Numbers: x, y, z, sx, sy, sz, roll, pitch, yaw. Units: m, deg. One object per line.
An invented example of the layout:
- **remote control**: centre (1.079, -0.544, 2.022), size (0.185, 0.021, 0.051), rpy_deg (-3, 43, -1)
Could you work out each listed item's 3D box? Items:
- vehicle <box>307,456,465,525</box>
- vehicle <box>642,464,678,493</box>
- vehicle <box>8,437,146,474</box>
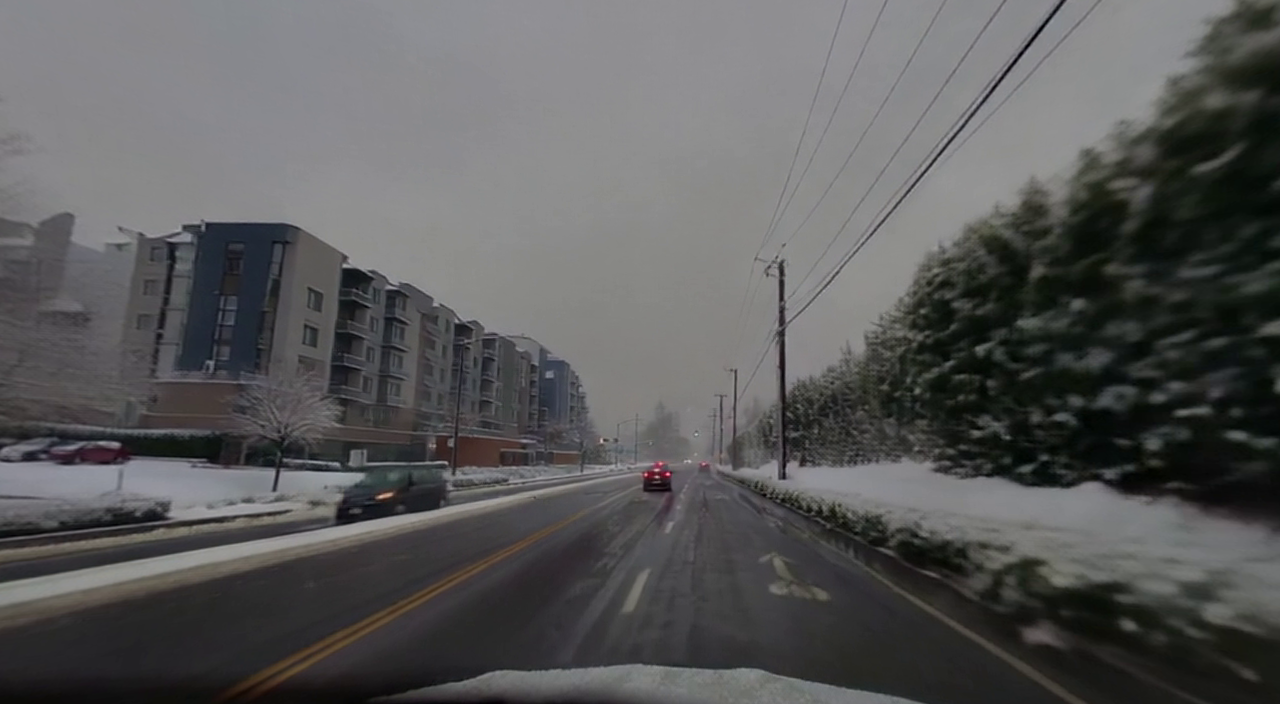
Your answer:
- **vehicle**: centre (-6.365, 3.551, 16.492), size (1.979, 1.499, 4.666), rpy_deg (0, -10, 3)
- **vehicle**: centre (1.290, 7.802, 38.935), size (2.067, 1.629, 3.858), rpy_deg (0, -10, 4)
- **vehicle**: centre (-31.999, 5.978, 35.914), size (2.033, 1.959, 5.294), rpy_deg (-4, -11, 24)
